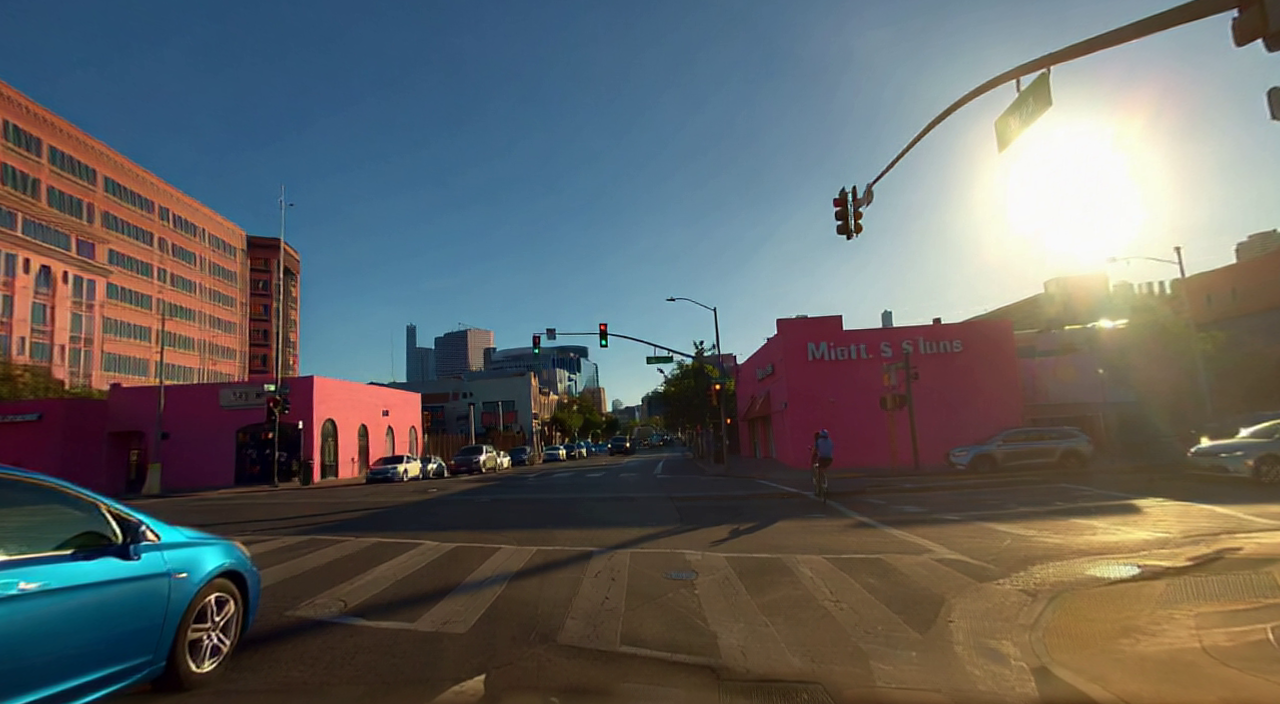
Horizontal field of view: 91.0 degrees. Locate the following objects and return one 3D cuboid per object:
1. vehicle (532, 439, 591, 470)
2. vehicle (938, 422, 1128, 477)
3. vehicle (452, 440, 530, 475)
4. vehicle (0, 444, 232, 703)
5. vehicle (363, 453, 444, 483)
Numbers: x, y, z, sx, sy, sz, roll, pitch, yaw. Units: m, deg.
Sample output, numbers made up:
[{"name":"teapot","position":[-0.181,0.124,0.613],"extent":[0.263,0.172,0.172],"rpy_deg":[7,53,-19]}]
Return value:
[{"name":"vehicle","position":[-4.505,5.980,36.871],"extent":[1.928,1.647,4.575],"rpy_deg":[-2,-9,13]},{"name":"vehicle","position":[11.563,2.899,18.800],"extent":[4.355,1.546,1.820],"rpy_deg":[-1,-9,6]},{"name":"vehicle","position":[-8.393,5.981,36.050],"extent":[2.152,1.825,5.406],"rpy_deg":[-2,-9,12]},{"name":"vehicle","position":[-3.712,0.981,2.152],"extent":[1.759,1.325,4.295],"rpy_deg":[0,-9,0]},{"name":"vehicle","position":[-12.600,6.174,33.875],"extent":[1.976,1.425,4.567],"rpy_deg":[-1,-9,9]}]
